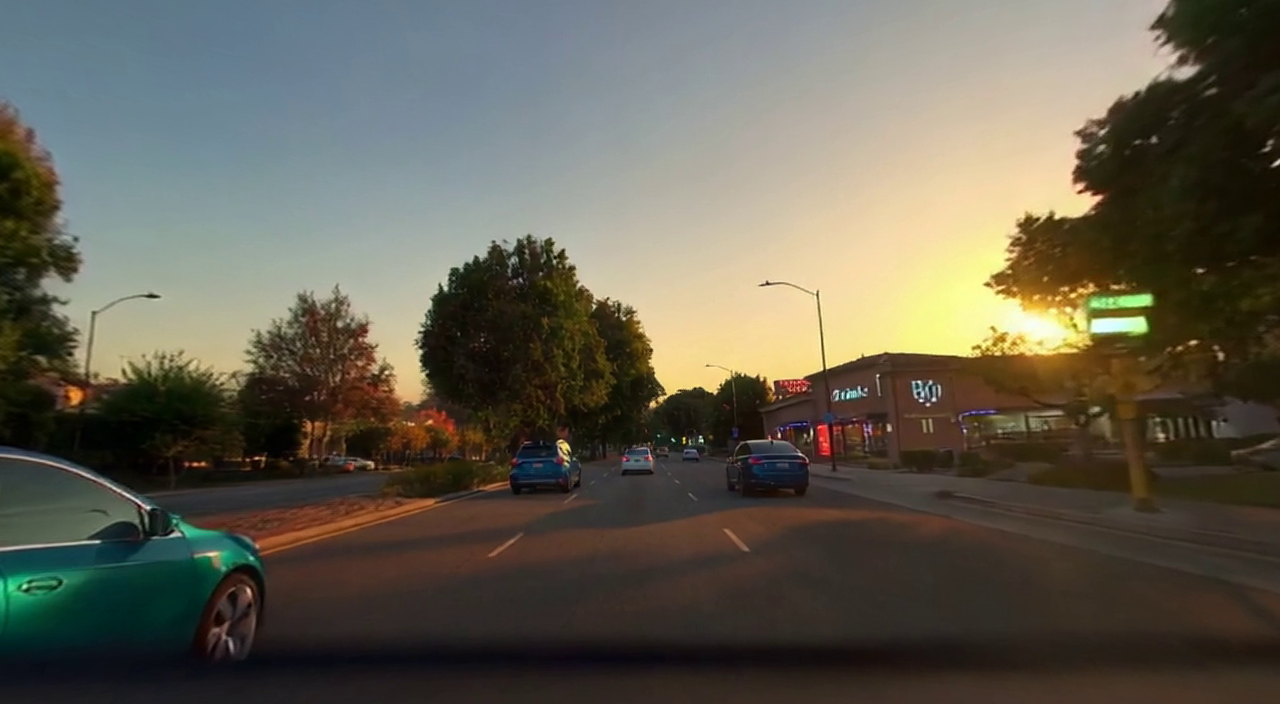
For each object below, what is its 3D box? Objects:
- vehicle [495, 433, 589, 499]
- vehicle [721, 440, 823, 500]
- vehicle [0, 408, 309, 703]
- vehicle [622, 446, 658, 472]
[{"bbox_3d":[-2.917,3.513,19.892,2.193,1.788,4.603,-1,-8,0],"label":"vehicle"},{"bbox_3d":[3.606,3.297,18.039,1.904,1.490,4.299,0,-8,-1],"label":"vehicle"},{"bbox_3d":[-3.007,0.834,1.403,1.956,1.460,4.802,0,-8,0],"label":"vehicle"},{"bbox_3d":[-0.024,6.463,38.345,2.069,1.445,3.965,0,-8,0],"label":"vehicle"}]
